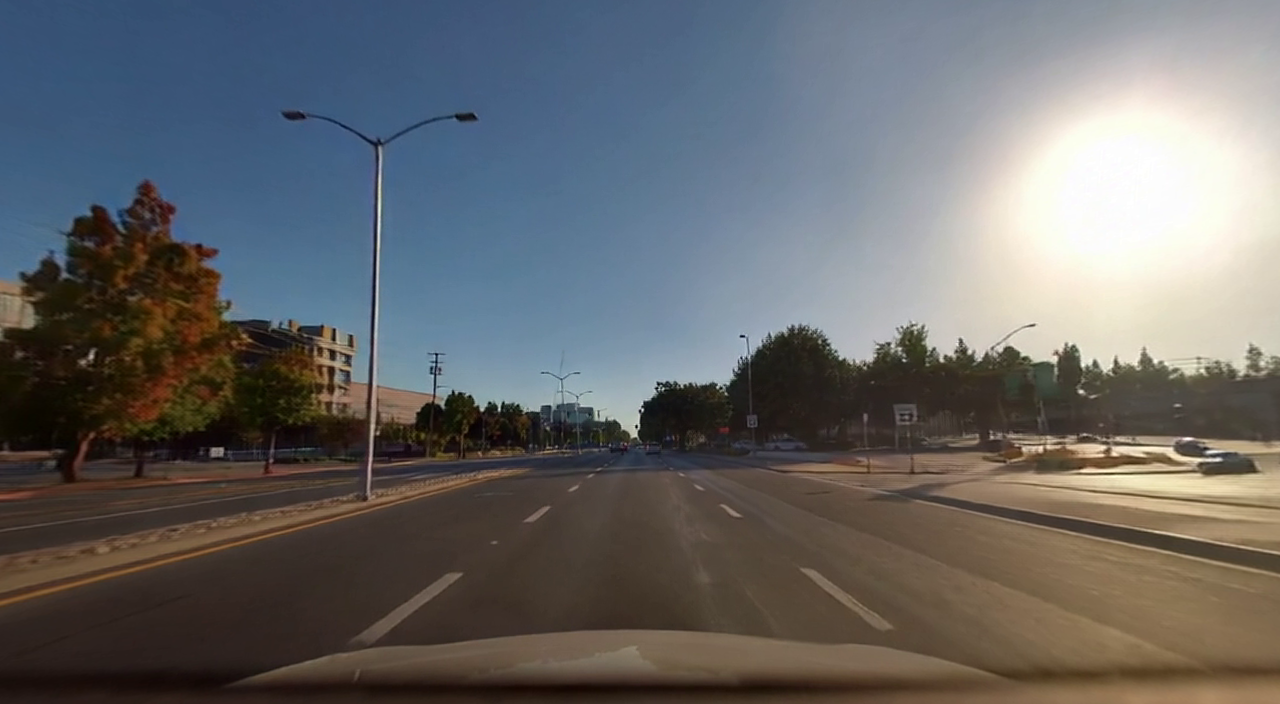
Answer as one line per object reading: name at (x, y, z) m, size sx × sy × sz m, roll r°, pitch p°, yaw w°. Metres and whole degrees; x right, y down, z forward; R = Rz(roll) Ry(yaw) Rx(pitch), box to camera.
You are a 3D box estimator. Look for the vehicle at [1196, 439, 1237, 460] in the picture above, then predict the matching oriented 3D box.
vehicle at (42.332, 7.130, 46.442) m, size 1.973 × 1.476 × 4.358 m, roll -7°, pitch -11°, yaw 40°
